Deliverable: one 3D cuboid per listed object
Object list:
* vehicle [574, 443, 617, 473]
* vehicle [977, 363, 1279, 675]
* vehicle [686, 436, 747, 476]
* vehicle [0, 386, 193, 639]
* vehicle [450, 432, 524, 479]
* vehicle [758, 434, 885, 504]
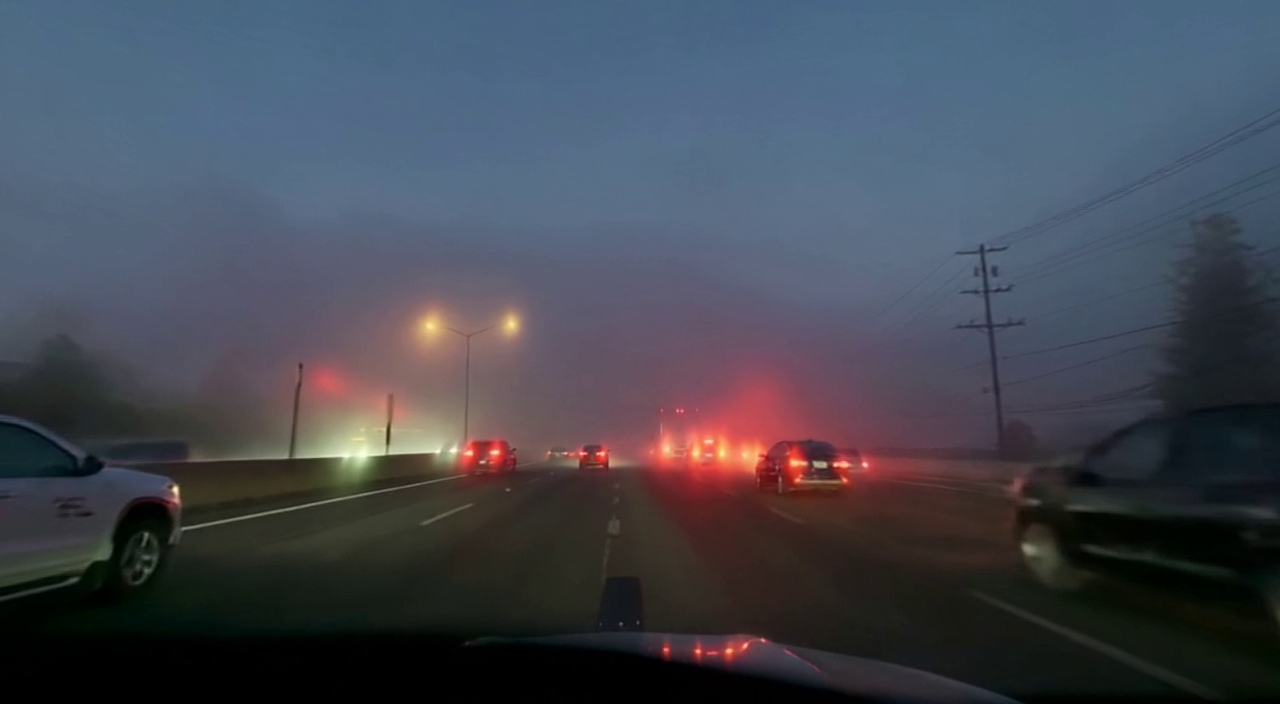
[{"bbox_3d":[-2.312,5.675,33.874,2.060,1.508,4.308,0,-9,-1],"label":"vehicle"},{"bbox_3d":[4.726,1.056,4.206,2.086,1.783,4.868,1,-9,-2],"label":"vehicle"},{"bbox_3d":[3.662,5.093,31.094,2.182,1.782,4.800,1,-9,-2],"label":"vehicle"},{"bbox_3d":[-5.400,1.030,3.884,2.127,1.705,4.374,1,-9,-2],"label":"vehicle"},{"bbox_3d":[-6.511,4.476,27.404,2.147,1.825,4.602,0,-9,-1],"label":"vehicle"},{"bbox_3d":[4.626,3.056,16.826,1.978,1.607,4.245,1,-9,-2],"label":"vehicle"}]
